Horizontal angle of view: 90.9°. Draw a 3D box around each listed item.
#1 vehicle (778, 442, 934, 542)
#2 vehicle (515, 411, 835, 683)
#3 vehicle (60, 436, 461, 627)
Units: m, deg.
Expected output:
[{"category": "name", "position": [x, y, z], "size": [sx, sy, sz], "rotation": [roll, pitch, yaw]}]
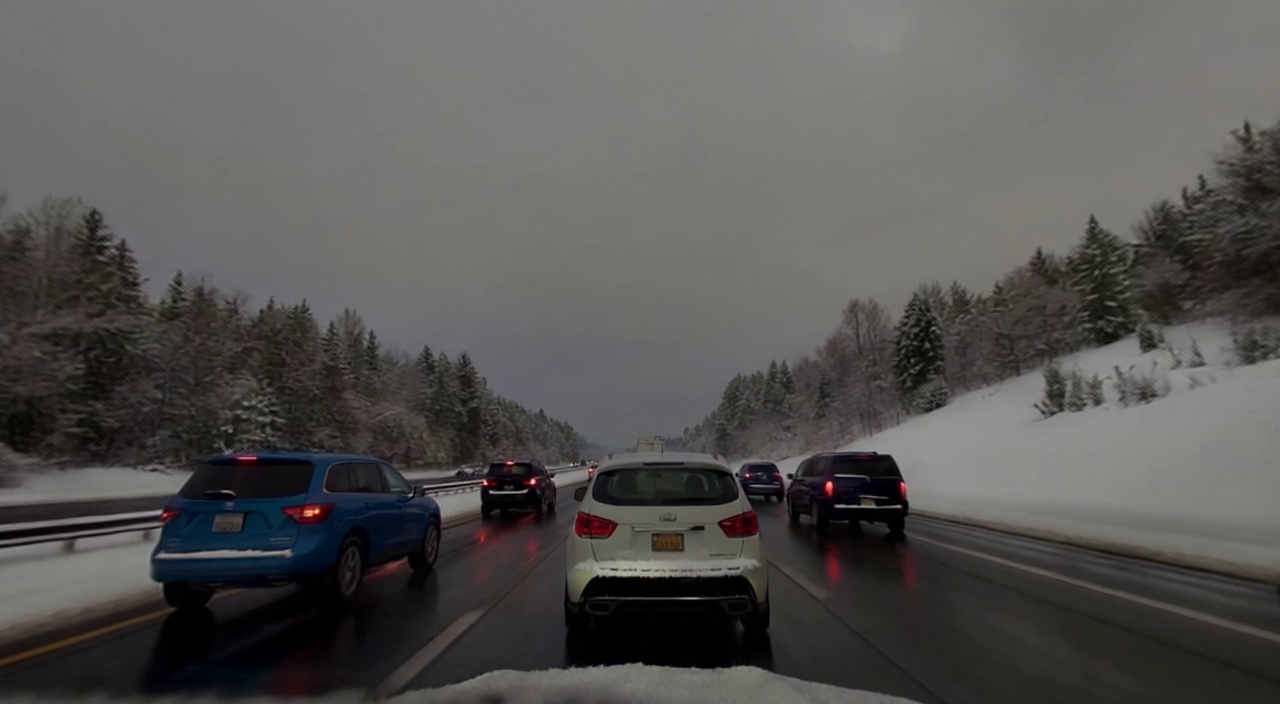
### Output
[{"category": "vehicle", "position": [4.644, 3.109, 14.354], "size": [1.984, 1.876, 4.287], "rotation": [1, -11, 0]}, {"category": "vehicle", "position": [0.246, 1.642, 6.229], "size": [2.057, 1.725, 4.126], "rotation": [1, -11, 0]}, {"category": "vehicle", "position": [-3.827, 1.909, 7.514], "size": [1.994, 1.556, 4.263], "rotation": [0, -11, 2]}]
